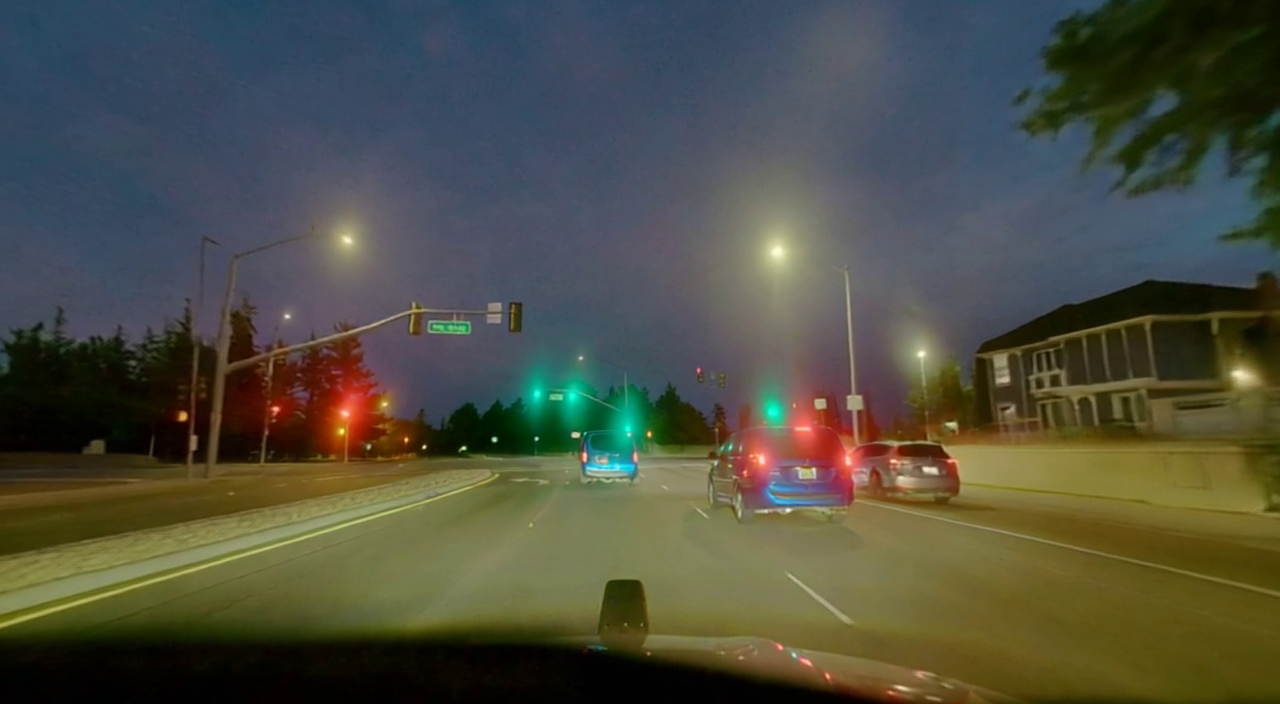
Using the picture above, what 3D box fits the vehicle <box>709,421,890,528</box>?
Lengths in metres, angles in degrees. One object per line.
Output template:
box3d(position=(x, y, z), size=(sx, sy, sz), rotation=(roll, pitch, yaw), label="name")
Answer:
box3d(position=(2.832, 2.307, 12.480), size=(2.024, 1.686, 4.588), rotation=(1, -9, -5), label="vehicle")

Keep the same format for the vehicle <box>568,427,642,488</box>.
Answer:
box3d(position=(-1.296, 3.506, 21.235), size=(2.185, 1.822, 4.583), rotation=(1, -9, -7), label="vehicle")

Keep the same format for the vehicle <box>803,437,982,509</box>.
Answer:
box3d(position=(5.874, 2.871, 15.511), size=(2.124, 1.474, 4.880), rotation=(0, -9, -4), label="vehicle")
